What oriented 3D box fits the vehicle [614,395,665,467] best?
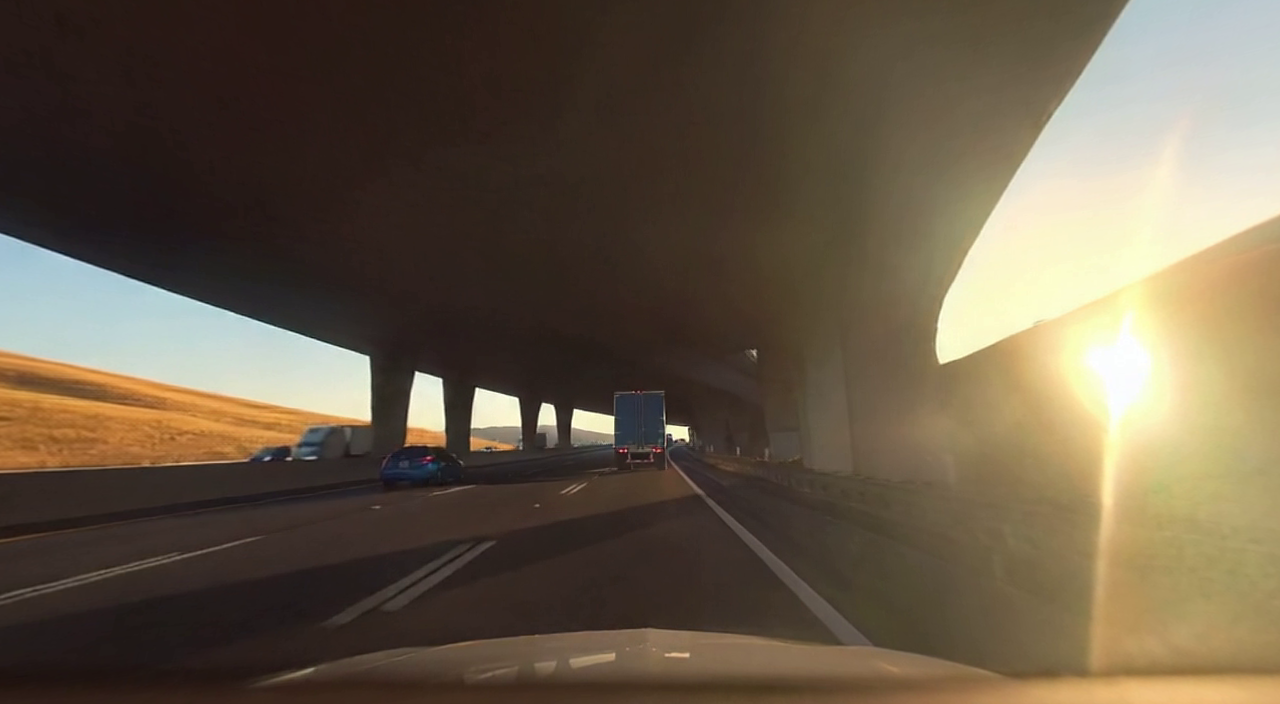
[{"bbox_3d":[0.060,5.297,41.323,2.866,4.014,11.261,0,-8,1],"label":"vehicle"}]

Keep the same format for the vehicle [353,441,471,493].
[{"bbox_3d":[-7.231,3.681,20.606,2.078,1.496,4.563,0,-8,1],"label":"vehicle"}]
